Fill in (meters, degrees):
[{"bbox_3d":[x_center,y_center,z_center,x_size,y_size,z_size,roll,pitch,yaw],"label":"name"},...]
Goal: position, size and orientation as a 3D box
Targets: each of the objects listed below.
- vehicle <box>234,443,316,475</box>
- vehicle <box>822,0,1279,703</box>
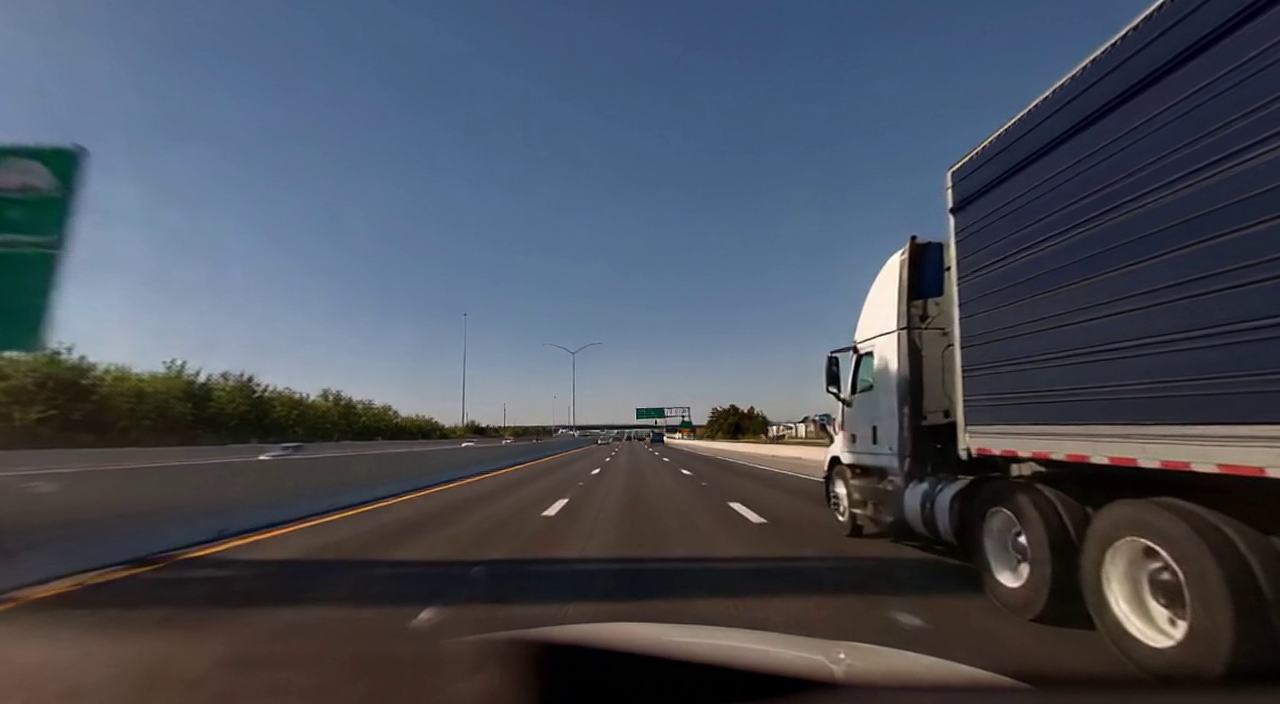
[{"bbox_3d":[-18.988,5.550,32.894,1.869,1.522,3.997,0,-8,0],"label":"vehicle"},{"bbox_3d":[4.127,-0.439,1.726,3.220,3.912,12.116,0,-8,-2],"label":"vehicle"}]
